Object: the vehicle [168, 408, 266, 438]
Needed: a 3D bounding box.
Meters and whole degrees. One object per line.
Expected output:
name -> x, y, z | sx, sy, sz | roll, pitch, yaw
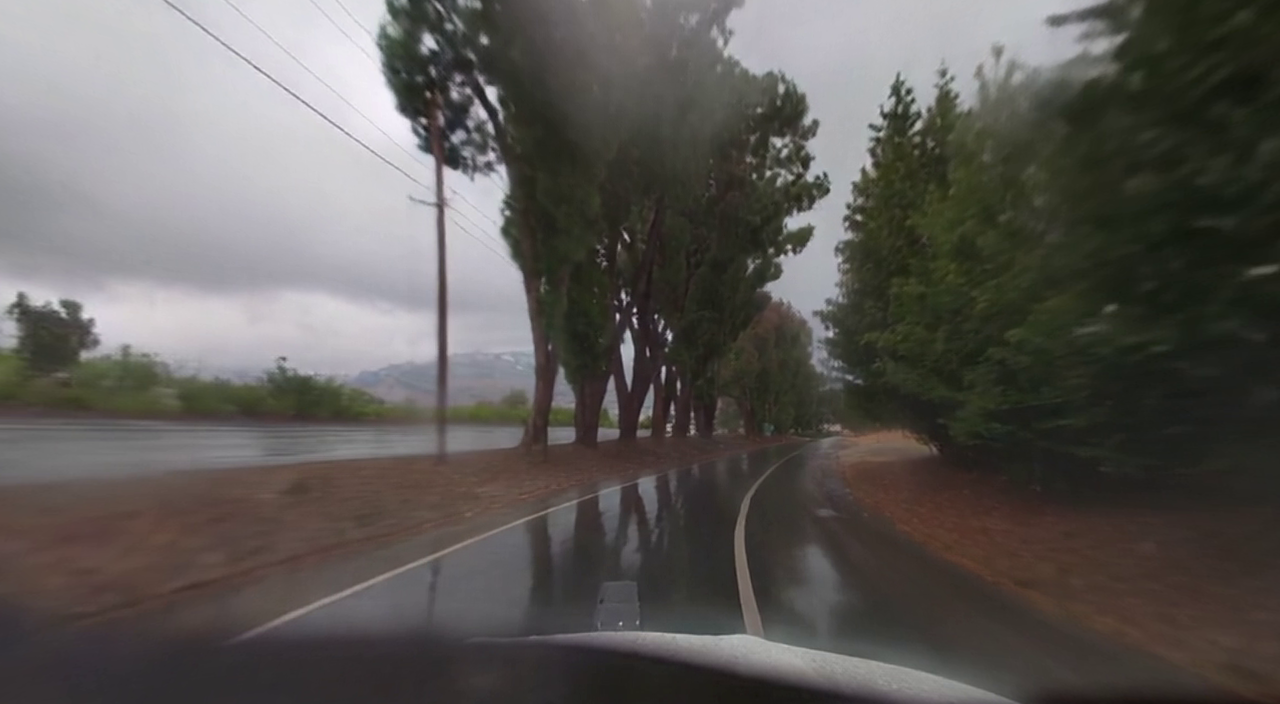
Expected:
vehicle -> -32.101, 5.439, 48.069 | 2.424, 2.051, 5.709 | -6, -9, 23
